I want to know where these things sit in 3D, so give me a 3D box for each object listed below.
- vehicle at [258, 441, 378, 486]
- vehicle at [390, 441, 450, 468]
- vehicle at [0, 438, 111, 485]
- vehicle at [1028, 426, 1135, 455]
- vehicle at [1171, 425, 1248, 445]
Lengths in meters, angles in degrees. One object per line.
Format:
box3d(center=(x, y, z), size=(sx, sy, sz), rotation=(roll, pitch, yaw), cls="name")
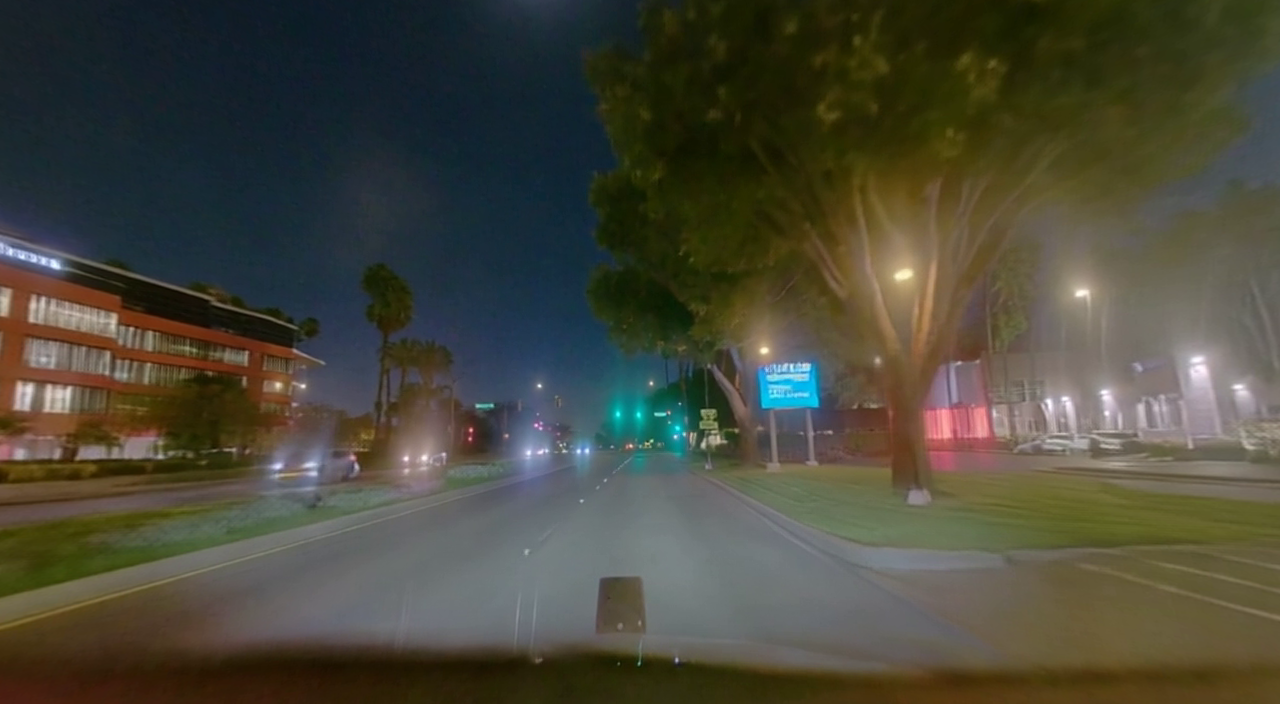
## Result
box3d(center=(-12.043, 4.192, 23.922), size=(2.078, 1.532, 4.627), rotation=(0, -9, 1), cls="vehicle")
box3d(center=(-16.382, 7.660, 47.141), size=(2.221, 1.832, 5.572), rotation=(0, -9, 3), cls="vehicle")
box3d(center=(-29.788, 5.355, 30.368), size=(6.383, 1.887, 2.223), rotation=(-4, -9, 0), cls="vehicle")
box3d(center=(25.314, 5.081, 36.105), size=(4.649, 1.611, 1.945), rotation=(0, -9, -1), cls="vehicle")
box3d(center=(45.231, 6.613, 49.912), size=(4.301, 1.498, 1.875), rotation=(0, -9, 0), cls="vehicle")
